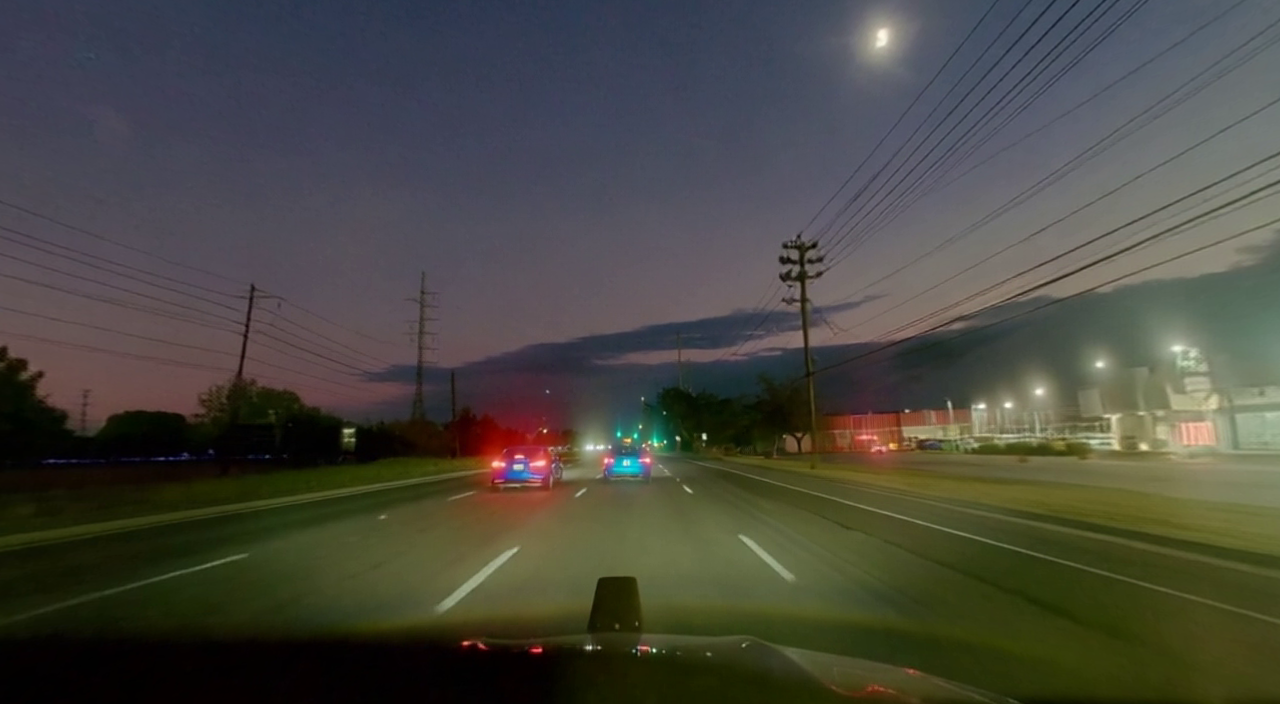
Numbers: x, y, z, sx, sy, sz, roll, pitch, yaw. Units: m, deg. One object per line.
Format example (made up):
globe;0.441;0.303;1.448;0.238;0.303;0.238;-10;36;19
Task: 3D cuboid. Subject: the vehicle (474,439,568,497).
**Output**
vehicle;-3.579;3.594;20.014;1.985;1.607;4.892;0;-9;1

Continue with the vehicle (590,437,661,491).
vehicle;-0.450;3.776;21.584;2.189;1.652;4.135;0;-9;0
